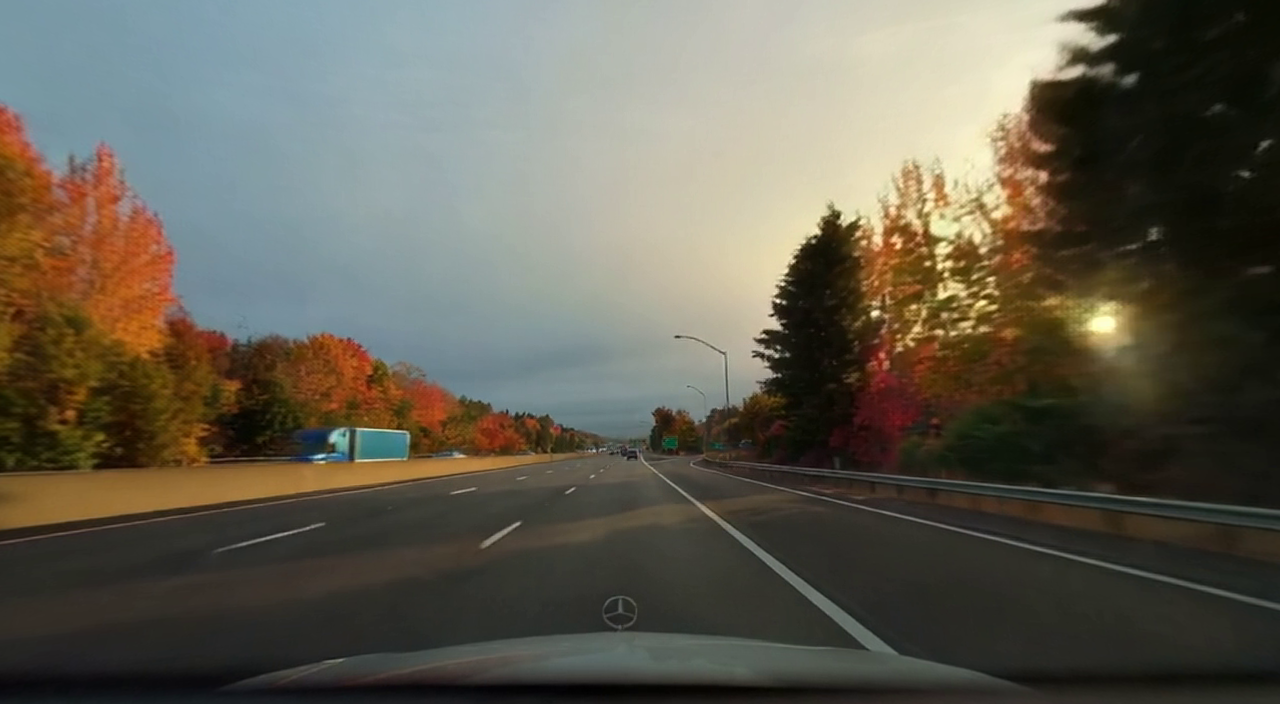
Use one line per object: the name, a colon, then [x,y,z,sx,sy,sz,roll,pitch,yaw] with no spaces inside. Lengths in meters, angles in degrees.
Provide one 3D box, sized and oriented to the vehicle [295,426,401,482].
vehicle: [-21.022,7.450,46.067,2.960,3.582,10.273,0,-9,-1]
